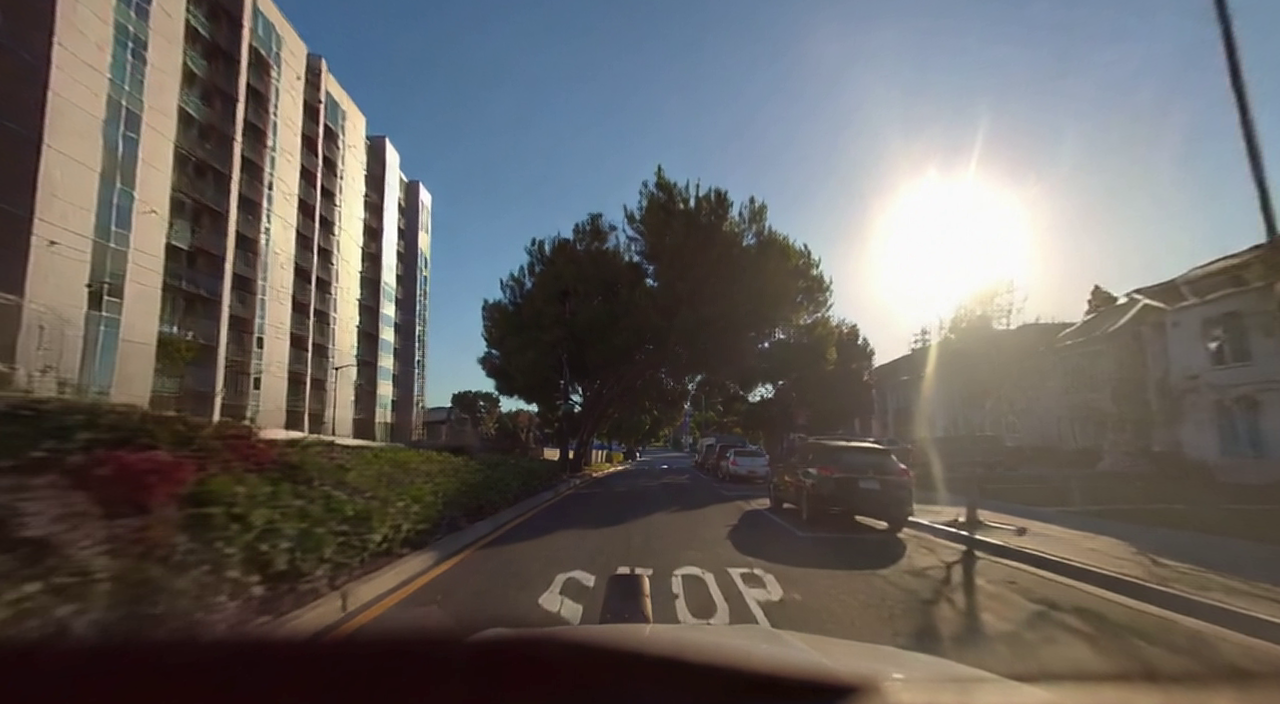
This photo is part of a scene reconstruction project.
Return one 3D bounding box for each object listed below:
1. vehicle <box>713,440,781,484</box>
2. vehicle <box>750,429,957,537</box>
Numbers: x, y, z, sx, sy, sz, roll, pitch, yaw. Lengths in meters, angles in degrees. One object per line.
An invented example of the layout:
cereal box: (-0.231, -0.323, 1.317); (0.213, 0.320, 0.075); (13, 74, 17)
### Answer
vehicle: (3.770, 3.956, 22.955); (1.848, 1.442, 4.425); (-1, -8, 2)
vehicle: (3.395, 2.179, 11.154); (2.024, 1.475, 4.565); (0, -8, 0)
